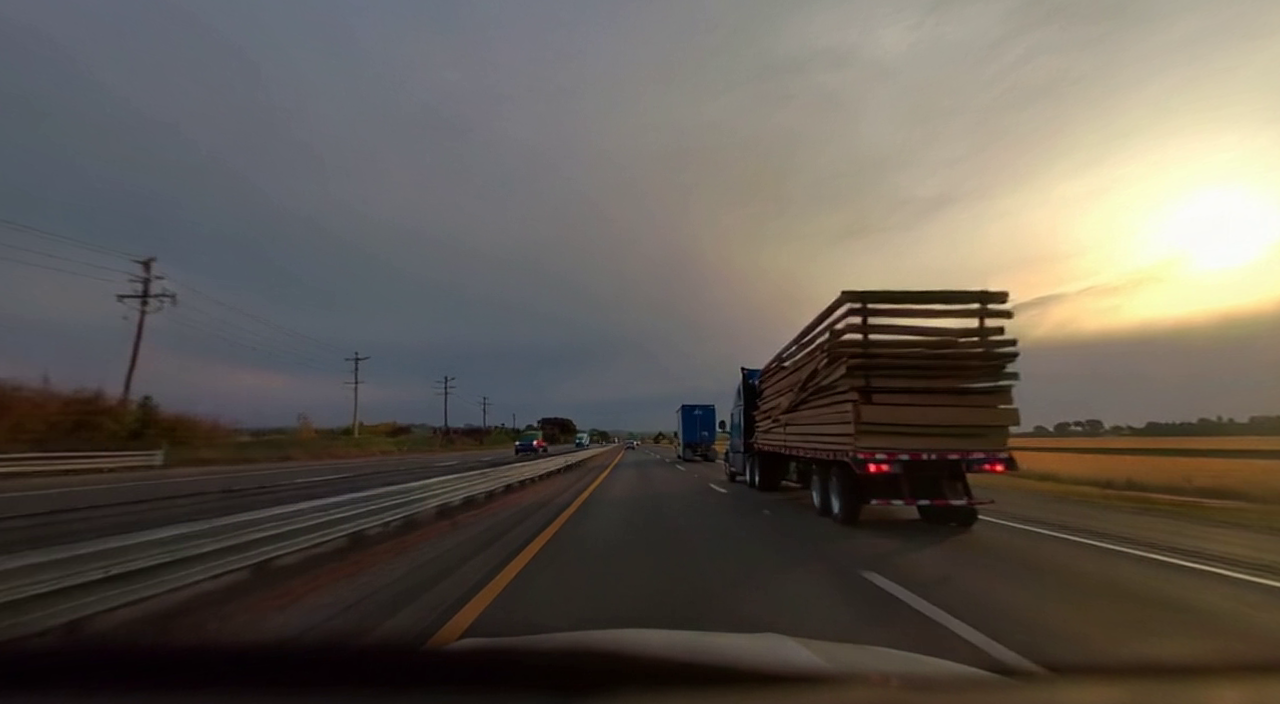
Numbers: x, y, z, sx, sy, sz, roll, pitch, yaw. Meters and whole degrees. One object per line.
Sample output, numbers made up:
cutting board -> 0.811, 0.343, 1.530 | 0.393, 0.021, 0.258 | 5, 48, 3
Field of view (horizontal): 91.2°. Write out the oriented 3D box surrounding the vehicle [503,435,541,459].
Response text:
vehicle -> -8.813, 7.150, 47.223 | 1.952, 1.647, 4.249 | 0, -8, 1

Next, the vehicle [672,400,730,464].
vehicle -> 4.274, 6.232, 48.338 | 3.023, 4.054, 16.882 | 0, -8, 1

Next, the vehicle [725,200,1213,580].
vehicle -> 4.390, 1.229, 13.620 | 3.024, 4.065, 13.796 | -1, -7, 0
